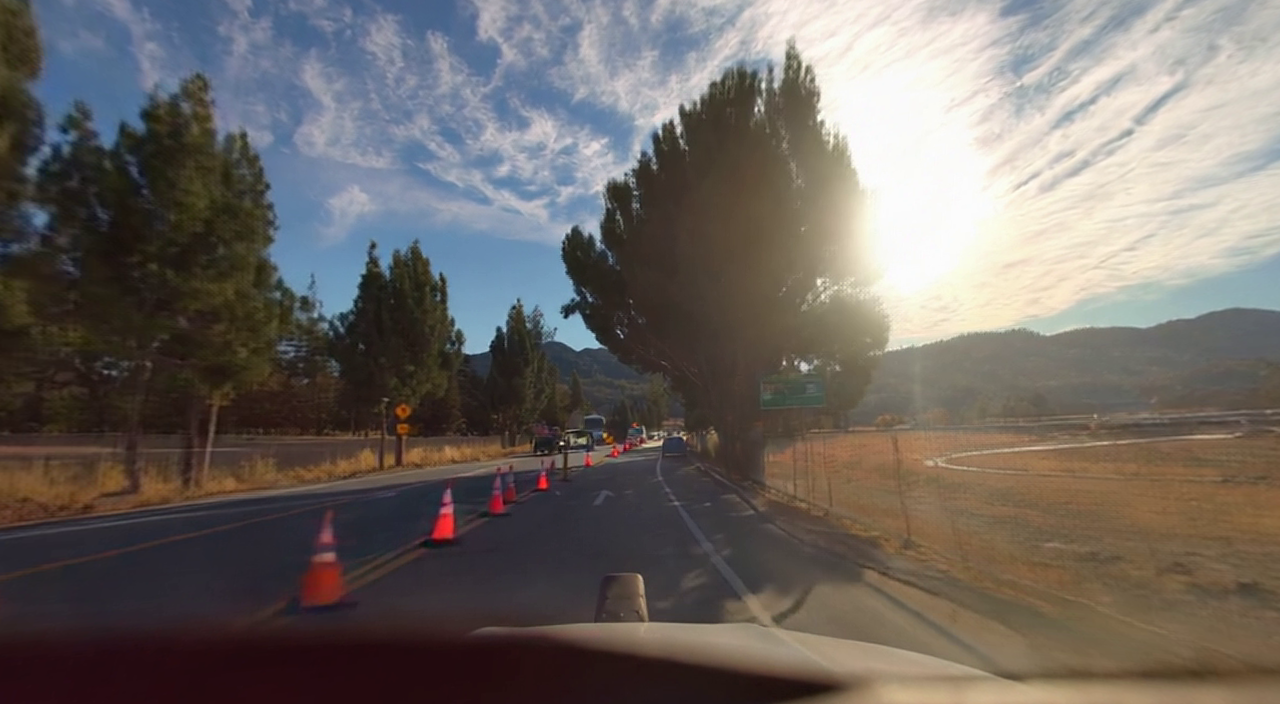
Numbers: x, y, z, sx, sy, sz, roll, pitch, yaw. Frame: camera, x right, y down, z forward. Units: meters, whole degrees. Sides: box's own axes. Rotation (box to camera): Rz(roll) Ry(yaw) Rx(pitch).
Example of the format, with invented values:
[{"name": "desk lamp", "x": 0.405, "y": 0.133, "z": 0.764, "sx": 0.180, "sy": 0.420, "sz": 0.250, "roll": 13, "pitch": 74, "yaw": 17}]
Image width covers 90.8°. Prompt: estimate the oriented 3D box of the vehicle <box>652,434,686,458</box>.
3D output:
[{"name": "vehicle", "x": 1.950, "y": 6.259, "z": 42.142, "sx": 2.172, "sy": 1.486, "sz": 3.581, "roll": 0, "pitch": -9, "yaw": 2}]
